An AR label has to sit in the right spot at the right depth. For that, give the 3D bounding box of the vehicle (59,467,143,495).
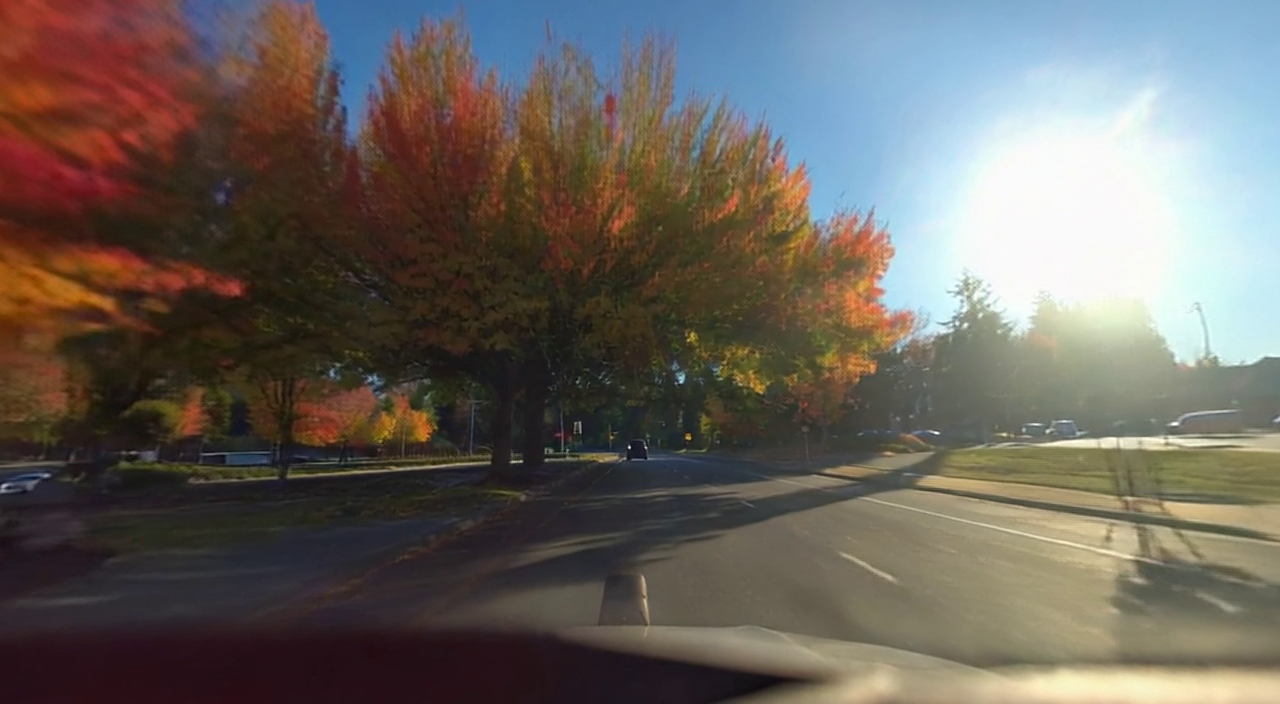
[{"bbox_3d":[-34.496,8.231,40.512,1.784,1.536,3.893,-1,-8,2],"label":"vehicle"}]

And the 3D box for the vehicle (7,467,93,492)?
[{"bbox_3d":[-44.856,9.677,48.095,1.963,1.618,4.563,-1,-8,4],"label":"vehicle"}]
